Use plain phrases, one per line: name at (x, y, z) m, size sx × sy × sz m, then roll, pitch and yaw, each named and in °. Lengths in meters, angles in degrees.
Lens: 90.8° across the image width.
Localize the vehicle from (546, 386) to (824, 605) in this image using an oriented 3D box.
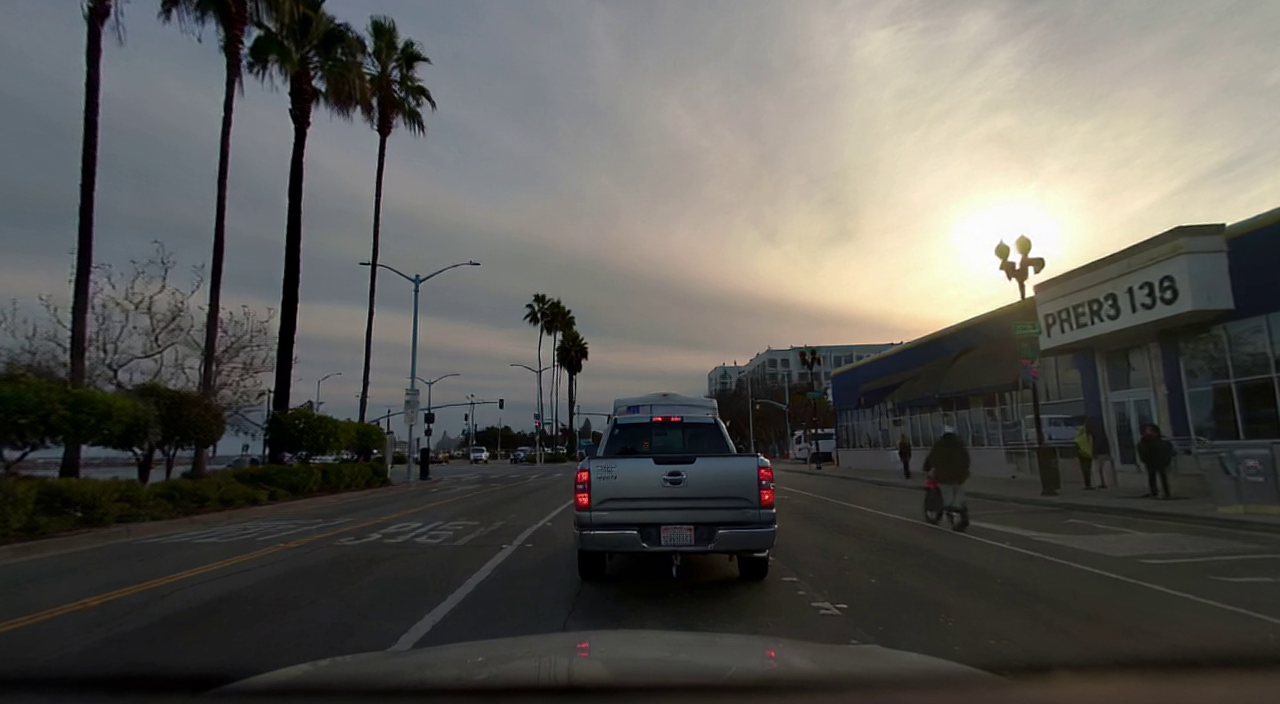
vehicle at (0.403, 1.589, 7.980) m, size 2.311 × 1.819 × 5.255 m, roll 0°, pitch -8°, yaw 1°

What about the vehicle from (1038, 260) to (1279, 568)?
vehicle at (7.903, 0.871, 8.599) m, size 2.666 × 3.345 × 3.622 m, roll -1°, pitch -9°, yaw 7°
